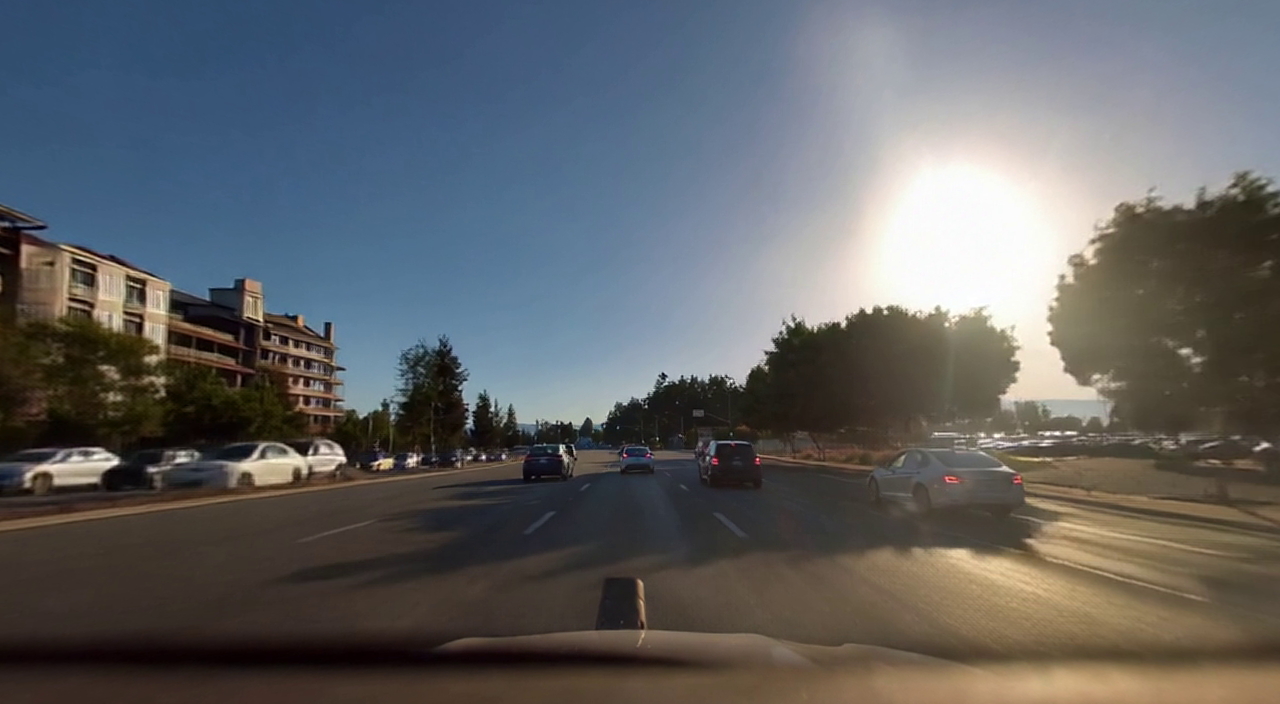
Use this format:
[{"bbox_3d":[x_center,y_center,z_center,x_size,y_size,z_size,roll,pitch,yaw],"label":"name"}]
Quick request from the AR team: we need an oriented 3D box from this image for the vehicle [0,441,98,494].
[{"bbox_3d":[-22.459,4.076,22.483,2.005,1.761,4.824,0,-8,0],"label":"vehicle"}]

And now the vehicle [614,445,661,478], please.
[{"bbox_3d":[-0.186,5.369,31.211,2.155,1.486,4.403,0,-8,-1],"label":"vehicle"}]

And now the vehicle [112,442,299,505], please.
[{"bbox_3d":[-12.431,3.475,18.627,2.043,1.571,4.946,0,-8,-1],"label":"vehicle"}]

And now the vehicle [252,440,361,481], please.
[{"bbox_3d":[-15.484,5.043,29.763,2.089,1.744,5.500,0,-8,0],"label":"vehicle"}]

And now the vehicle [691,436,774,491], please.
[{"bbox_3d":[3.123,3.880,22.296,2.161,1.716,4.194,0,-8,-2],"label":"vehicle"}]

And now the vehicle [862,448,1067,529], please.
[{"bbox_3d":[6.559,2.759,13.465,1.945,1.408,4.288,0,-8,-2],"label":"vehicle"}]

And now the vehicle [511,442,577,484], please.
[{"bbox_3d":[-4.020,4.732,27.239,2.172,1.671,4.175,0,-8,0],"label":"vehicle"}]
